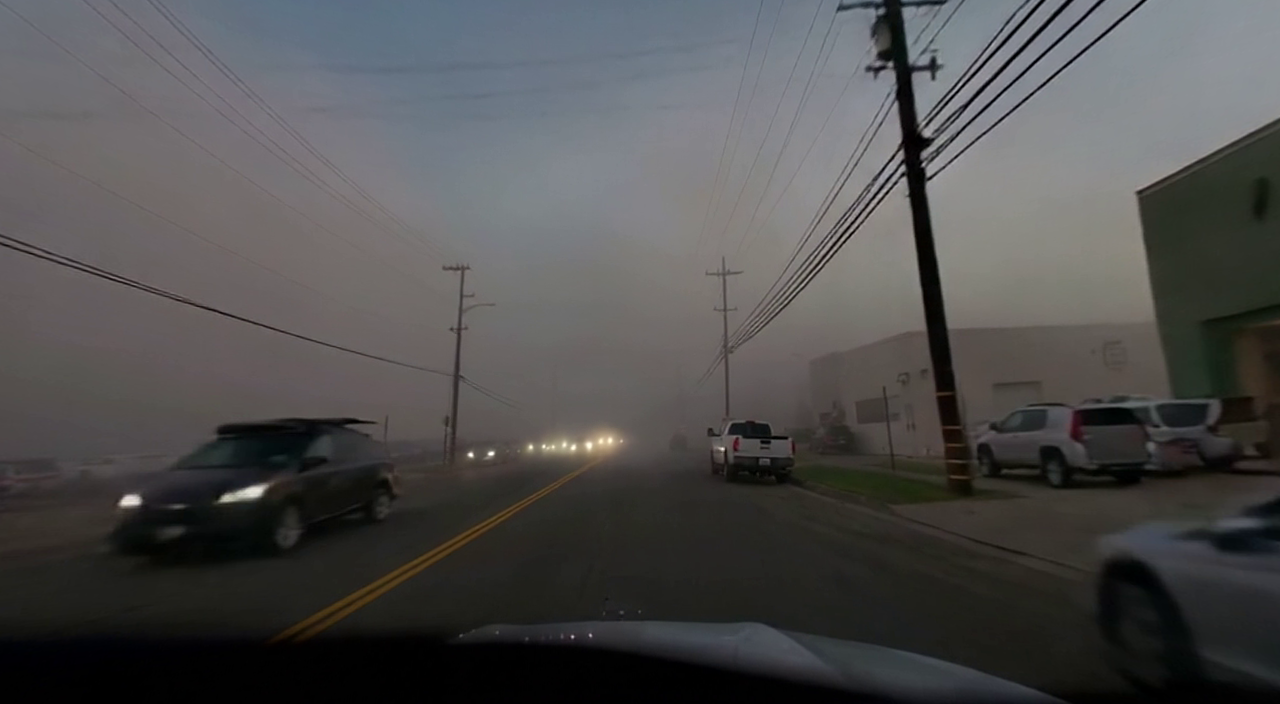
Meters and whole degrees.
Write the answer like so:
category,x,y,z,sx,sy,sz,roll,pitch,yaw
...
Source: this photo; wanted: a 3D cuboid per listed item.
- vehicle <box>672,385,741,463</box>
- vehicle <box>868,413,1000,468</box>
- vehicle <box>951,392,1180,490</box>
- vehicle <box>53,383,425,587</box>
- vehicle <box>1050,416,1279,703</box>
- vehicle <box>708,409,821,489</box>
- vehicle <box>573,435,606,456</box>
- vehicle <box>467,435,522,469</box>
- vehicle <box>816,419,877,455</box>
category,x,y,z,sx,sy,sz,roll,pitch,yaw
vehicle,3.455,4.121,35.062,2.874,3.757,8.612,0,-8,0
vehicle,9.109,2.818,20.054,1.851,1.541,4.336,0,-8,-4
vehicle,9.302,2.047,14.495,1.985,1.858,4.831,-1,-8,2
vehicle,-4.900,1.691,8.902,2.254,1.963,4.823,-2,-8,-3
vehicle,3.608,0.843,1.566,1.974,1.455,4.776,0,-8,0
vehicle,3.518,2.932,19.300,2.249,2.026,6.211,0,-8,1
vehicle,-3.904,7.343,49.521,2.020,1.528,4.258,-1,-8,3
vehicle,-8.324,5.770,36.549,1.954,1.622,4.761,-5,-8,-1
vehicle,10.477,4.401,32.433,2.040,1.722,4.502,-1,-8,6
